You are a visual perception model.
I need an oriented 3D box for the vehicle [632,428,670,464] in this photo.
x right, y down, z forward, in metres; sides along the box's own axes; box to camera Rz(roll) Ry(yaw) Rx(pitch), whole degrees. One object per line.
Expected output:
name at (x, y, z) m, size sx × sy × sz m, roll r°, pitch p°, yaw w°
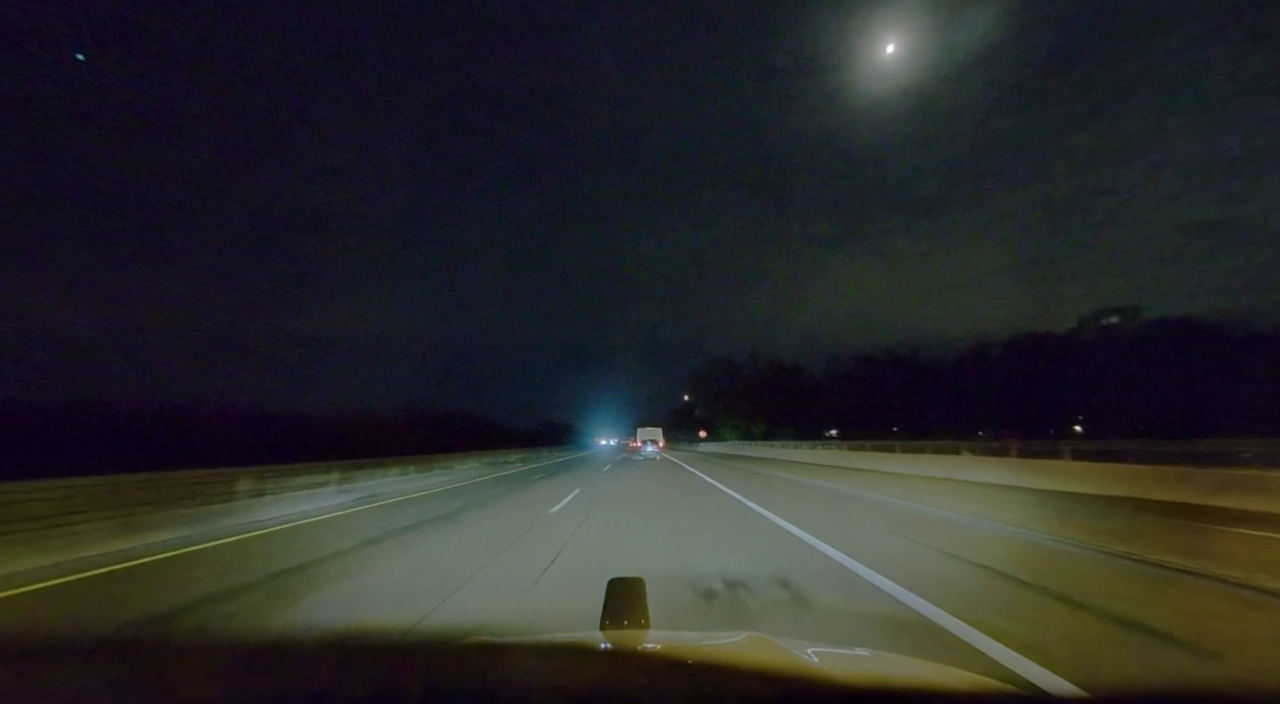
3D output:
vehicle at (0.695, 5.931, 39.735) m, size 2.277 × 2.109 × 4.922 m, roll 0°, pitch -8°, yaw 1°
